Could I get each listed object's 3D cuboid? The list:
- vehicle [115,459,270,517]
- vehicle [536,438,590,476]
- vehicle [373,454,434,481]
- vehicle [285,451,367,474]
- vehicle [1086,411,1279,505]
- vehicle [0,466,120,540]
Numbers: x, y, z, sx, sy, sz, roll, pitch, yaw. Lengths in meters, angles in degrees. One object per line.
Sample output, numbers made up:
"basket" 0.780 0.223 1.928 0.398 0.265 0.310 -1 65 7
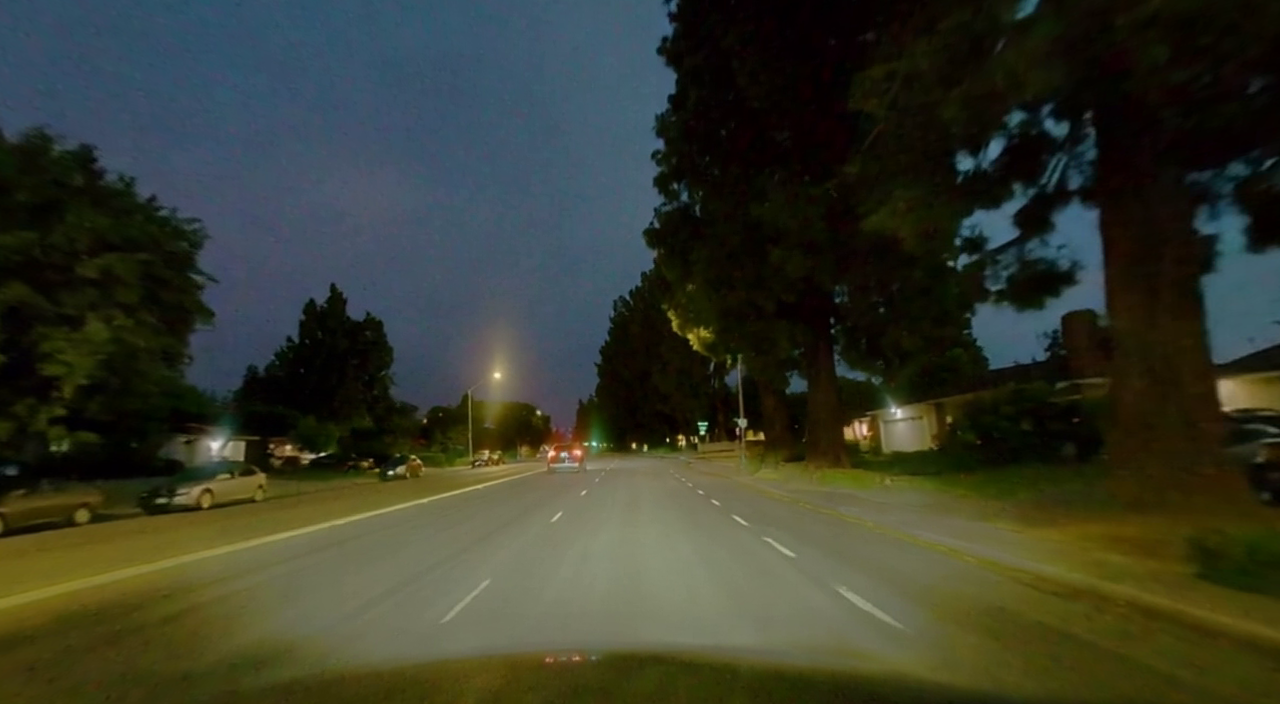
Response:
"vehicle" -13.944 4.220 20.037 1.884 1.509 4.110 0 -8 0
"vehicle" -3.677 5.131 31.037 2.135 1.731 4.232 0 -9 0
"vehicle" -14.212 6.946 38.286 1.900 1.494 4.730 0 -8 0
"vehicle" -21.573 7.578 43.428 4.669 1.464 1.879 -1 -9 5
"vehicle" 10.594 1.798 10.832 4.463 1.440 1.884 0 -8 -2
"vehicle" -14.152 3.294 13.759 1.856 1.477 4.574 -2 -10 -2
